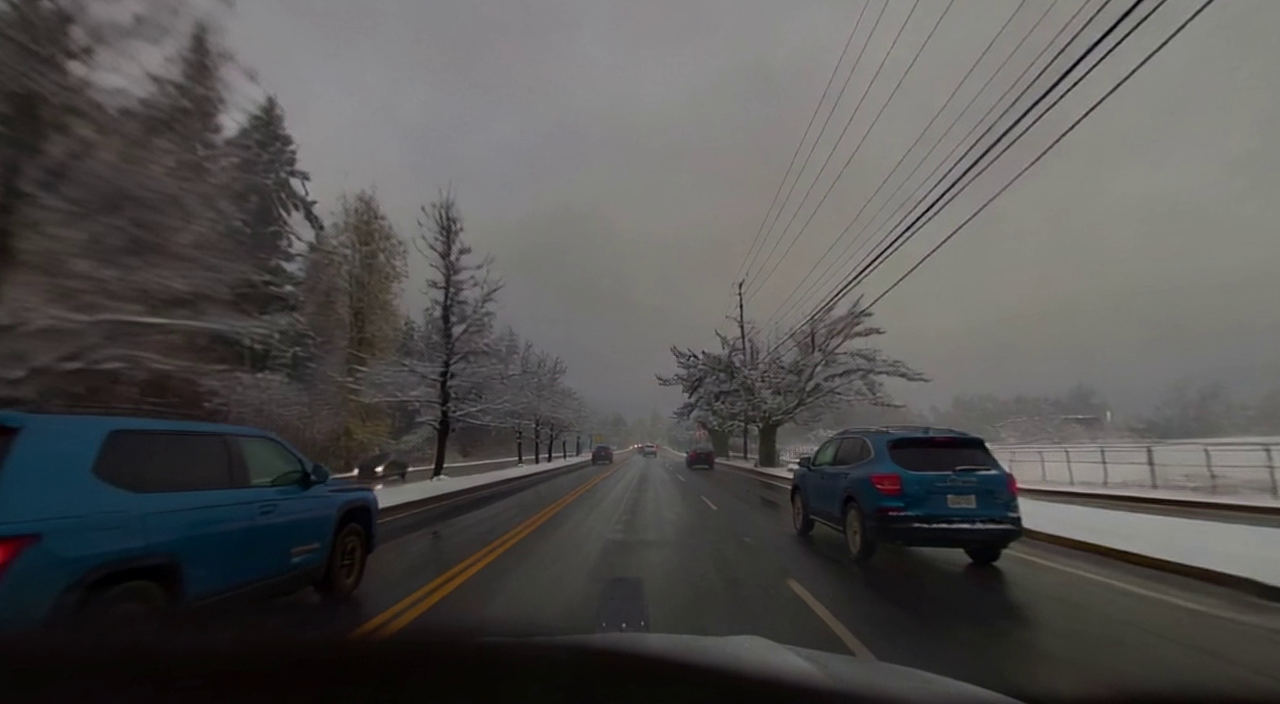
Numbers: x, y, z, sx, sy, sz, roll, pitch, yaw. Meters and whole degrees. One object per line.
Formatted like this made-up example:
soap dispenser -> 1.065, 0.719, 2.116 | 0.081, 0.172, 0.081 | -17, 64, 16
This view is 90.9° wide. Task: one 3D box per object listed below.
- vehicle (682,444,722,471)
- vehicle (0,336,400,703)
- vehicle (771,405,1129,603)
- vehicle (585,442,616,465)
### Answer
vehicle -> 3.631, 6.294, 37.807 | 1.906, 1.468, 4.422 | 0, -9, 0
vehicle -> -3.604, 1.093, 4.251 | 2.104, 1.785, 4.494 | 0, -9, 1
vehicle -> 3.223, 1.682, 7.902 | 2.182, 1.744, 4.464 | 0, -9, 0
vehicle -> -3.091, 8.007, 49.763 | 2.066, 1.725, 4.241 | 0, -8, 1
